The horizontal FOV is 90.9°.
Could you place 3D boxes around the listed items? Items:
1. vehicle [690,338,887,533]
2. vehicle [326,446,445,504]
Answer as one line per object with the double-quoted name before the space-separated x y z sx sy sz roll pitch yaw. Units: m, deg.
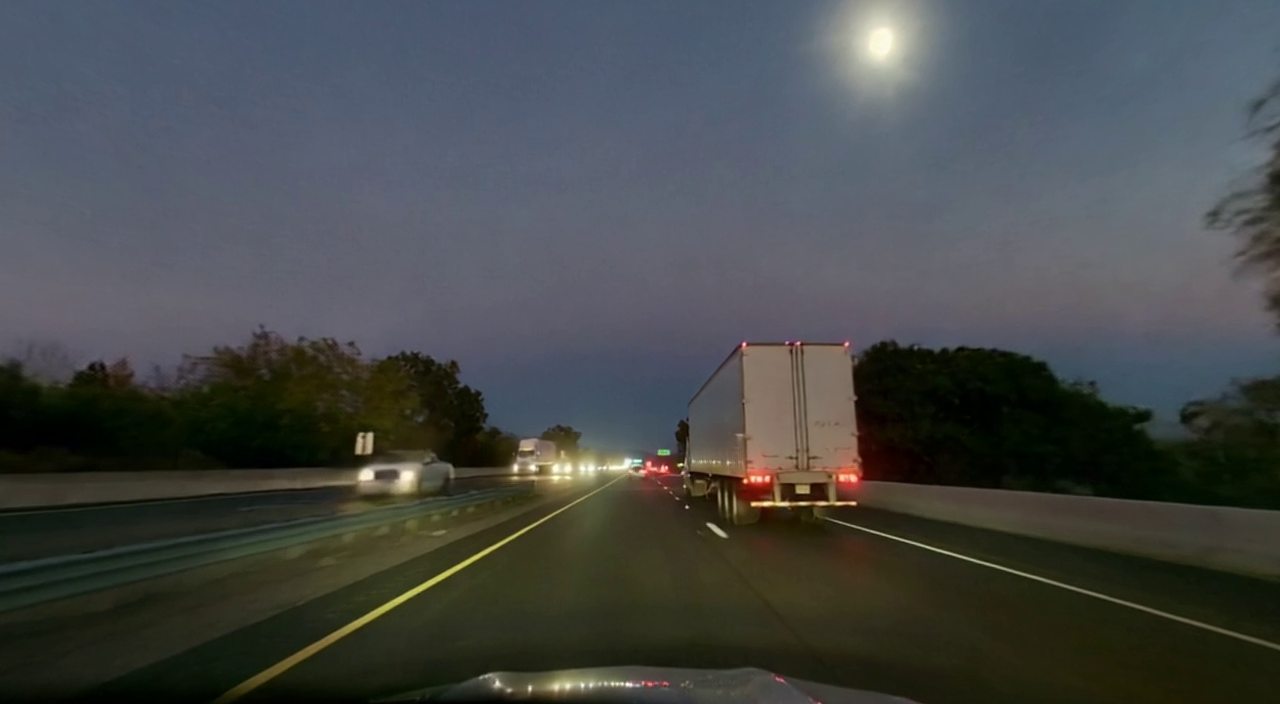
"vehicle" 3.645 2.984 20.330 2.863 4.088 14.040 1 -10 0
"vehicle" -9.395 4.615 23.850 2.377 1.908 4.959 1 -10 0
